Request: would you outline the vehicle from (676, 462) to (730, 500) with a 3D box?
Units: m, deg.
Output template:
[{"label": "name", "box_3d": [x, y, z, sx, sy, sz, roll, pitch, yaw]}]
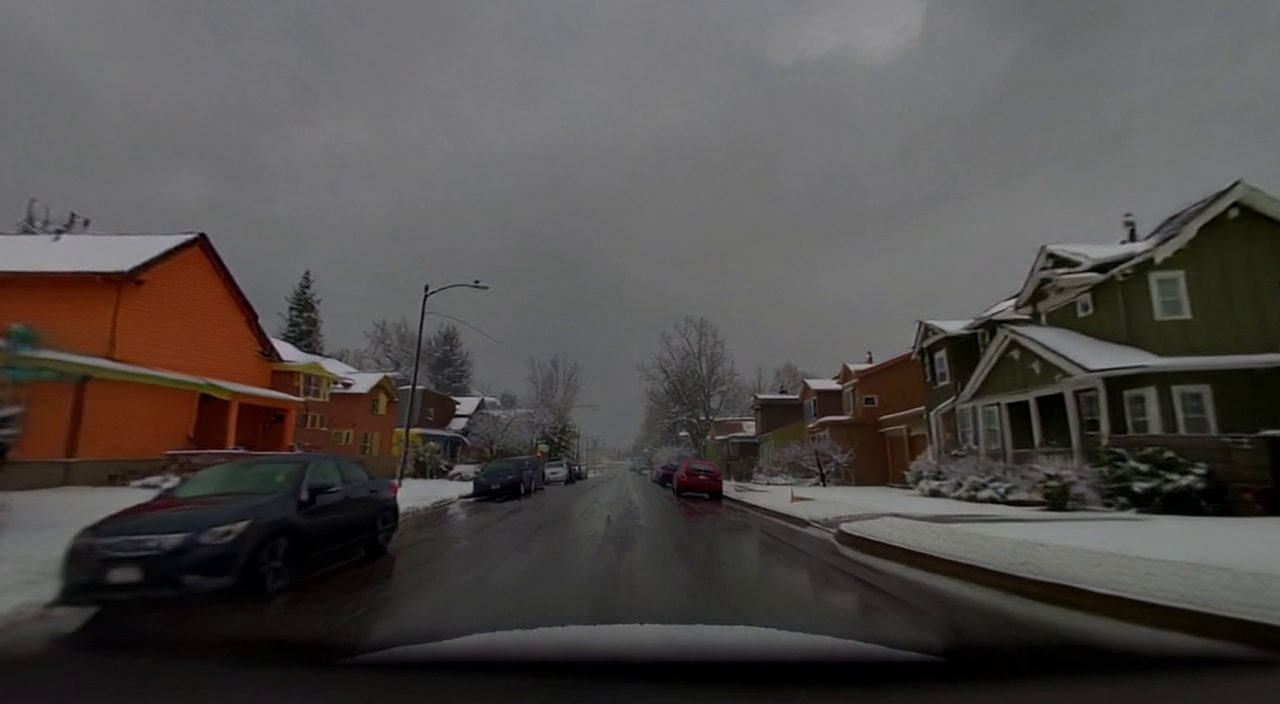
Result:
[{"label": "vehicle", "box_3d": [2.765, 5.808, 28.733, 1.888, 1.484, 4.476, 1, -9, -2]}]

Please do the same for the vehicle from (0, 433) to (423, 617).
[{"label": "vehicle", "box_3d": [-4.504, 1.867, 7.655, 2.080, 1.471, 4.638, 1, -10, 0]}]

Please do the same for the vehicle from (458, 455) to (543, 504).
[{"label": "vehicle", "box_3d": [-4.734, 4.397, 22.220, 2.020, 1.470, 5.300, 1, -9, -2]}]

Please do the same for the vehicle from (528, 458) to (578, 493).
[{"label": "vehicle", "box_3d": [-4.591, 6.573, 33.885, 2.089, 1.508, 4.537, 2, -8, -2]}]
